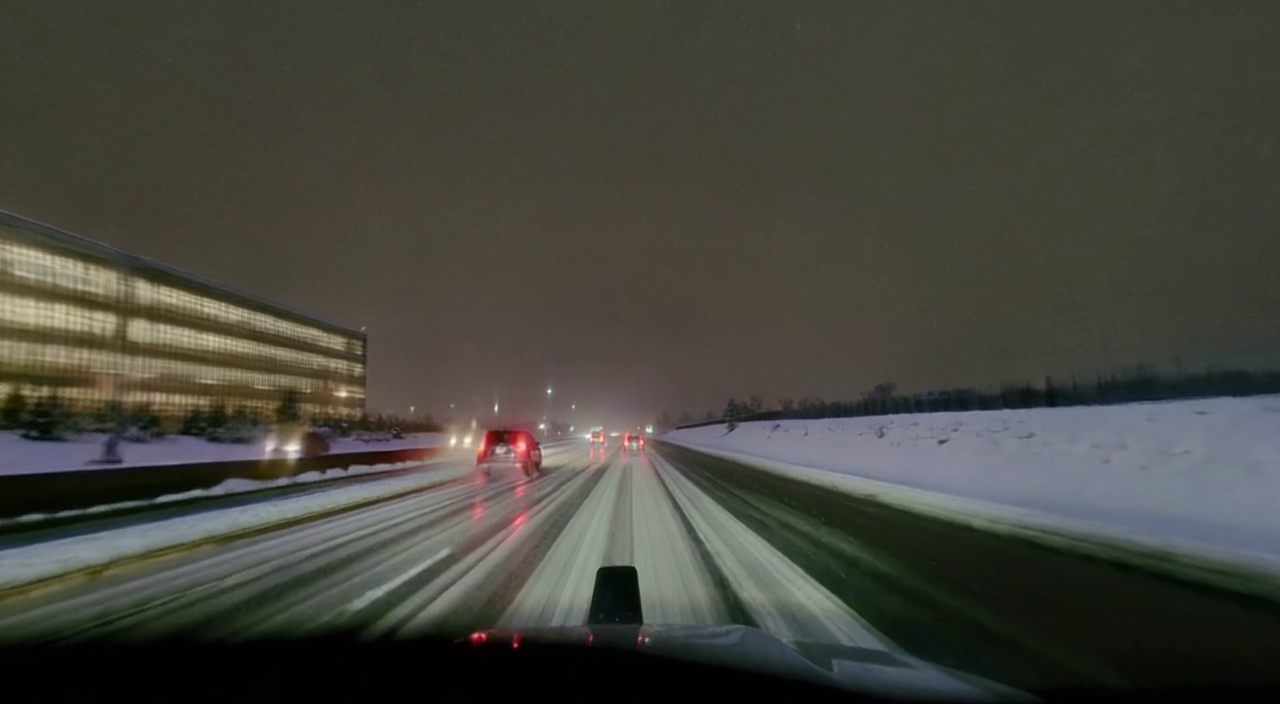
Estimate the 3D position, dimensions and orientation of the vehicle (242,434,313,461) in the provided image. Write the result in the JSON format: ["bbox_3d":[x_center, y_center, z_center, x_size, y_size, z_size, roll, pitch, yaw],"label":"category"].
[{"bbox_3d":[-21.179,5.574,36.927,1.807,1.443,3.987,0,-8,-1],"label":"vehicle"}]

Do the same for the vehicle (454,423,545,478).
[{"bbox_3d":[-4.546,3.265,21.135,2.036,1.612,4.510,0,-8,0],"label":"vehicle"}]

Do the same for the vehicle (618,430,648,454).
[{"bbox_3d":[-0.486,6.360,44.438,2.036,1.637,4.009,0,-8,-1],"label":"vehicle"}]
